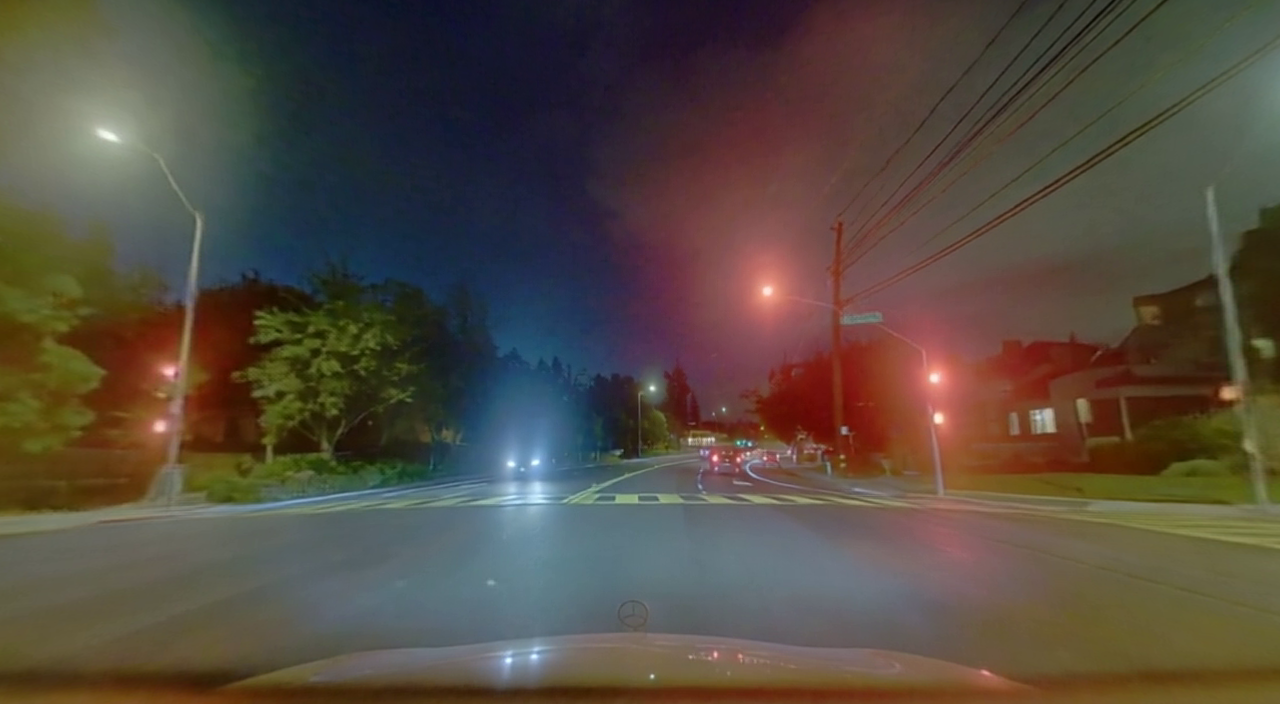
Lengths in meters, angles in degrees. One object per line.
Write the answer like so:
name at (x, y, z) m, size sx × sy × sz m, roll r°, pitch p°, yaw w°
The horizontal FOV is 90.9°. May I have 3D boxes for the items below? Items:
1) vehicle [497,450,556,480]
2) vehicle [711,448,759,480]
vehicle at (-5.987, 6.020, 33.848) m, size 1.985 × 1.463 × 4.294 m, roll -1°, pitch -8°, yaw 6°
vehicle at (4.805, 5.709, 32.433) m, size 1.951 × 1.479 × 4.487 m, roll -1°, pitch -8°, yaw 3°
